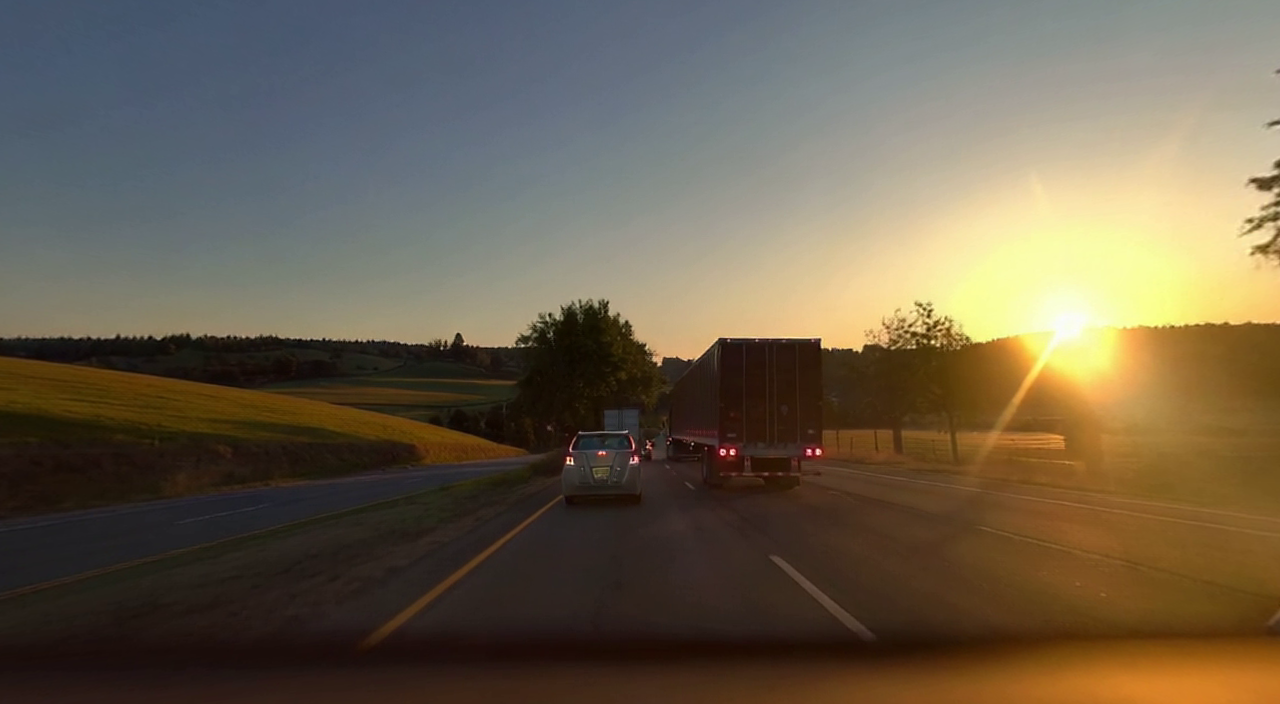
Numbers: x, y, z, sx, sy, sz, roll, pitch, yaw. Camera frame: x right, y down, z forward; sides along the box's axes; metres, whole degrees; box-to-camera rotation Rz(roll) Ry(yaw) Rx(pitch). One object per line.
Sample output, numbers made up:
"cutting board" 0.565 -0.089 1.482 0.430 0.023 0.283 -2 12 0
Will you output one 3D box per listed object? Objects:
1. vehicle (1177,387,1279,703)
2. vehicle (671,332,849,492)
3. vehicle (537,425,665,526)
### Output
"vehicle" 3.555 0.621 0.586 1.960 1.515 4.713 0 -8 0
"vehicle" 3.616 2.770 25.228 3.591 4.290 16.696 0 -8 -1
"vehicle" -0.634 2.237 11.942 2.009 1.554 4.013 0 -8 -1
